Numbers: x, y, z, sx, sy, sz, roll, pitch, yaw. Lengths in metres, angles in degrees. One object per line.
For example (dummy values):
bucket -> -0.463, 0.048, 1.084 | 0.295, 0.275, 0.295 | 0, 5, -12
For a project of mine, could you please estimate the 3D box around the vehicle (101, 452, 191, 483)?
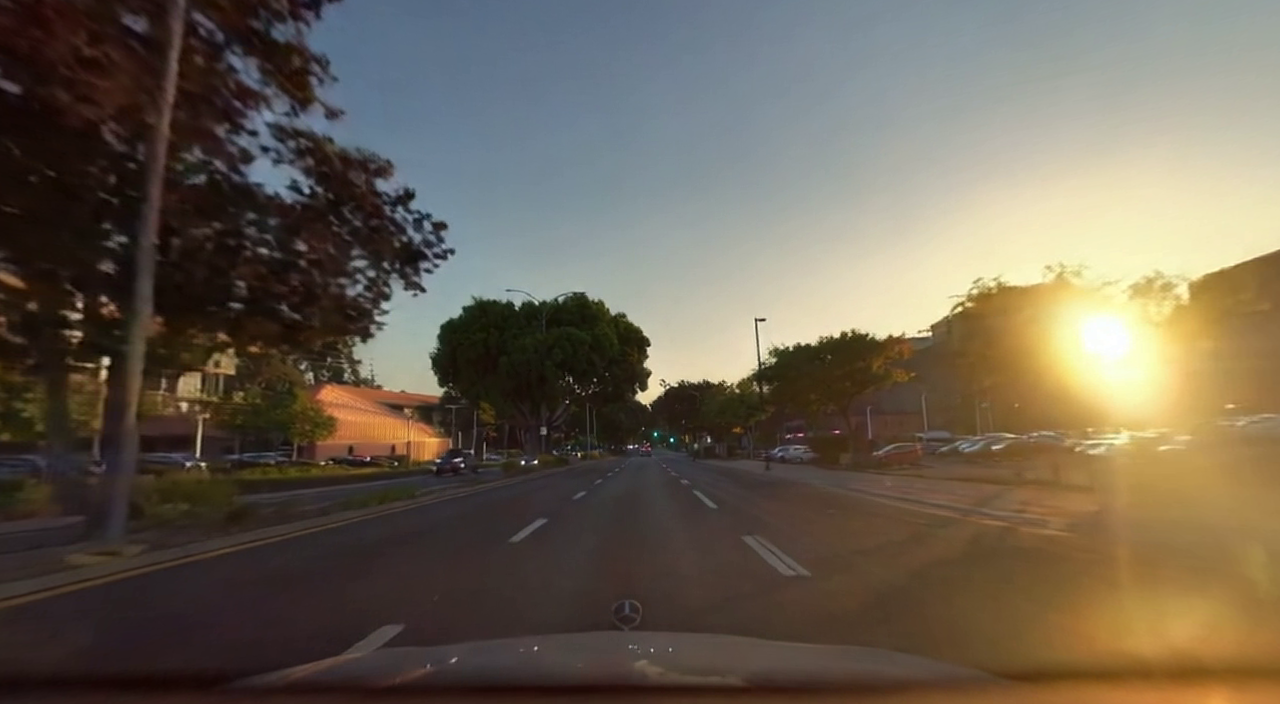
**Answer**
vehicle -> -36.294, 8.444, 46.342 | 2.219, 2.066, 5.369 | 0, -9, 1

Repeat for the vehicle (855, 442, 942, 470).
vehicle -> 17.073, 6.867, 41.561 | 4.720, 1.769, 2.229 | 0, -10, -4

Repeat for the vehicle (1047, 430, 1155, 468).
vehicle -> 27.001, 5.691, 36.884 | 4.569, 1.929, 2.084 | -2, -10, -3

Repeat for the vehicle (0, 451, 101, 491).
vehicle -> -35.932, 6.999, 37.413 | 2.471, 2.129, 5.492 | -1, -9, 3

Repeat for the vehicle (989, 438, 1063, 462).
vehicle -> 29.873, 7.589, 48.685 | 4.342, 1.641, 1.975 | -3, -8, -1

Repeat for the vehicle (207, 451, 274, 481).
vehicle -> -31.233, 8.894, 49.247 | 2.160, 2.118, 4.989 | 0, -9, -3

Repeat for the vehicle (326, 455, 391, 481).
vehicle -> -18.989, 7.813, 42.582 | 2.040, 1.609, 4.872 | 0, -9, 1
